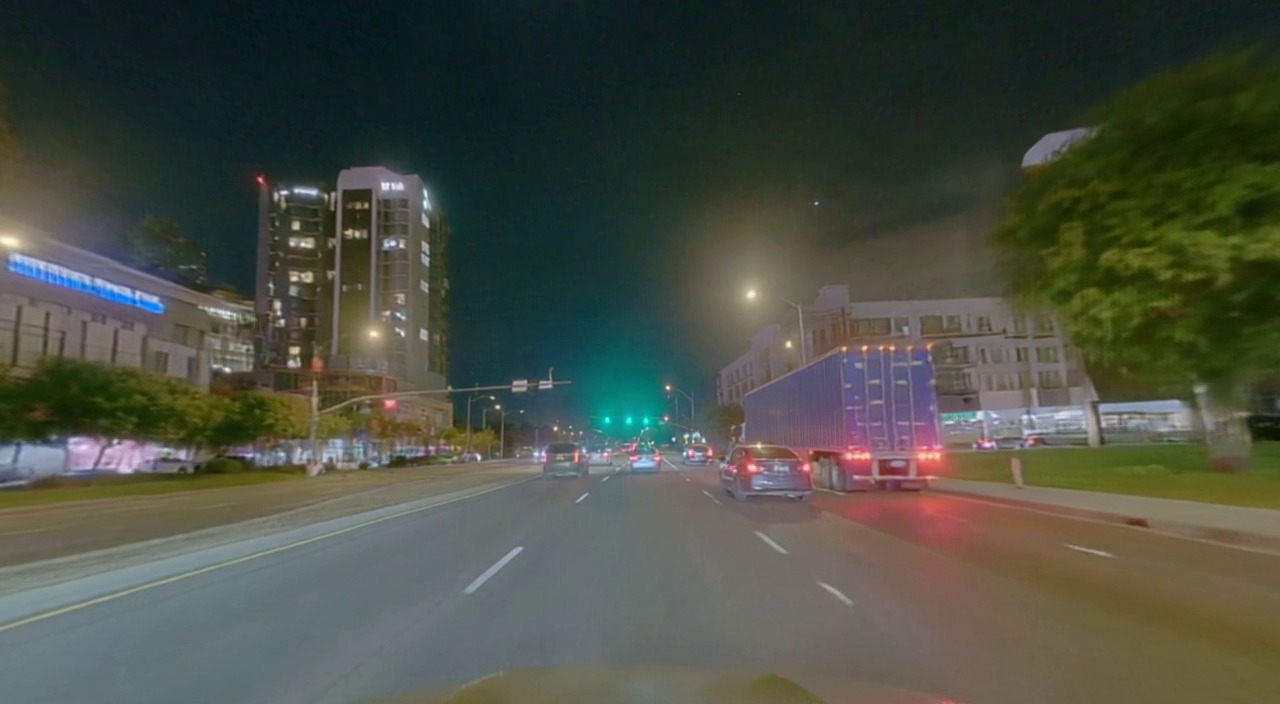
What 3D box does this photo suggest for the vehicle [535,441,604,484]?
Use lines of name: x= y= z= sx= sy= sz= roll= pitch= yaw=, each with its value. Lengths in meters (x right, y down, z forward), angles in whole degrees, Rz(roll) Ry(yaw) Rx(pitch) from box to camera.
vehicle: x=-2.599 y=4.189 z=24.241 sx=2.003 sy=1.509 sz=4.396 roll=0 pitch=-8 yaw=2

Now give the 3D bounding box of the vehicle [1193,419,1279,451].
vehicle: x=36.281 y=4.910 z=37.405 sx=5.045 sy=1.644 sz=1.906 roll=-3 pitch=-8 yaw=-3

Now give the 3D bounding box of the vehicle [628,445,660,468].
vehicle: x=0.242 y=7.039 z=42.773 sx=2.020 sy=1.461 sz=4.326 roll=0 pitch=-8 yaw=0

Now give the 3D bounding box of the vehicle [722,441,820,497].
vehicle: x=3.736 y=3.393 z=18.772 sx=1.972 sy=1.452 sz=4.189 roll=0 pitch=-8 yaw=-1

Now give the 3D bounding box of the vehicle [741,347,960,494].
vehicle: x=7.483 y=3.251 z=27.054 sx=3.383 sy=4.268 sz=17.469 roll=0 pitch=-8 yaw=0

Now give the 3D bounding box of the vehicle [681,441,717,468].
vehicle: x=3.902 y=6.881 z=42.561 sx=2.050 sy=1.683 sz=3.990 roll=0 pitch=-8 yaw=0
